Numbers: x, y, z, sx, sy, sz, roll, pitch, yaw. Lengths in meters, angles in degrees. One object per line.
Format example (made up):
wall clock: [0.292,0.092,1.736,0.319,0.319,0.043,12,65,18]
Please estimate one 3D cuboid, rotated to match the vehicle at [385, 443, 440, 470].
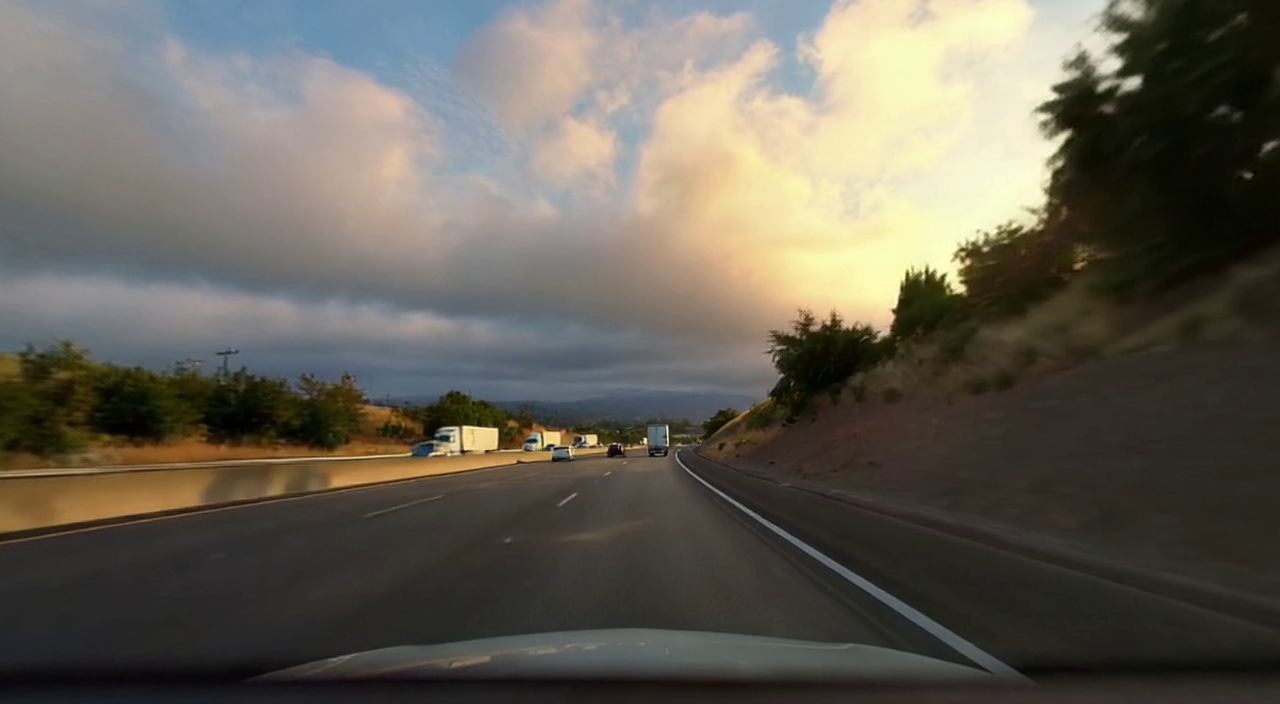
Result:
vehicle: [-16.040,7.417,44.810,2.073,1.803,4.751,0,-9,0]
